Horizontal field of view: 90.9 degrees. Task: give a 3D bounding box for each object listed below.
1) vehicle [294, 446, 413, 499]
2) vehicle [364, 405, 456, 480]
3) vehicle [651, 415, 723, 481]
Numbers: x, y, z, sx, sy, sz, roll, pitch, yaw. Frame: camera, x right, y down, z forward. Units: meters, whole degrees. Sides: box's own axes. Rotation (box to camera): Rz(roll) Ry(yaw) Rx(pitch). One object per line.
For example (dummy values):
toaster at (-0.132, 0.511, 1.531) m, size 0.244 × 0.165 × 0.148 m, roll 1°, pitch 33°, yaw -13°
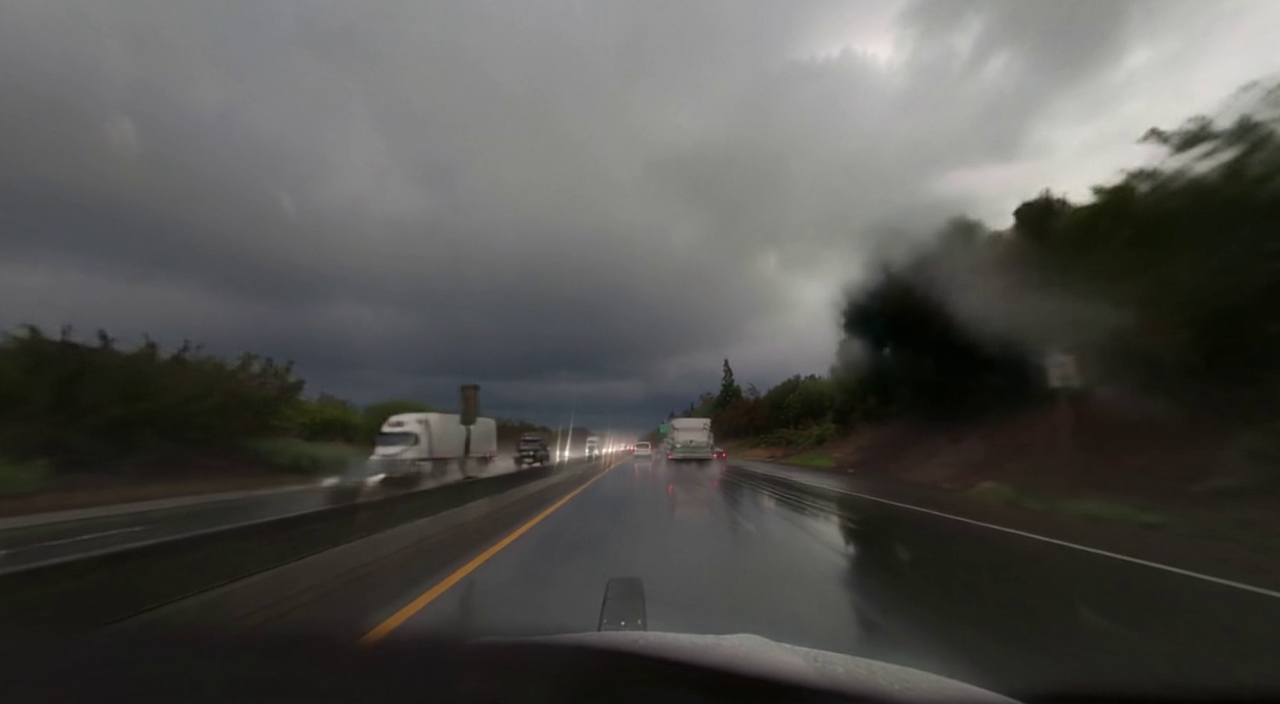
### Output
vehicle at (-9.009, 3.802, 20.252) m, size 1.945 × 1.484 × 3.953 m, roll 0°, pitch -9°, yaw 0°
vehicle at (-13.296, 5.318, 37.030) m, size 3.042 × 4.009 × 5.906 m, roll 0°, pitch -9°, yaw 1°
vehicle at (1.840, 4.065, 26.802) m, size 2.423 × 2.517 × 5.055 m, roll 0°, pitch -9°, yaw -3°
